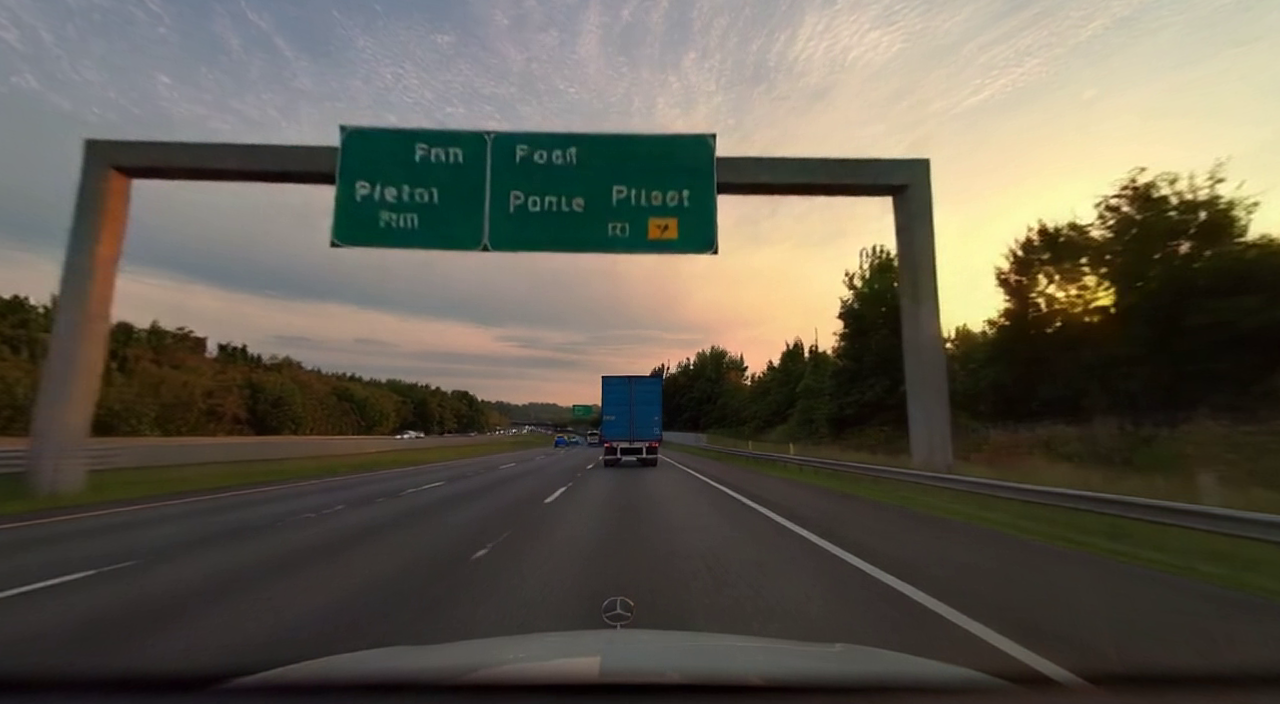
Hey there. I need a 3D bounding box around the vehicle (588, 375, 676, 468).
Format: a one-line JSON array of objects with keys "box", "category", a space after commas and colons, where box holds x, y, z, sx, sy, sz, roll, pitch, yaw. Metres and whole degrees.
[{"box": [-0.420, 3.483, 30.378, 3.033, 3.223, 14.836, 4, -7, -1], "category": "vehicle"}]
